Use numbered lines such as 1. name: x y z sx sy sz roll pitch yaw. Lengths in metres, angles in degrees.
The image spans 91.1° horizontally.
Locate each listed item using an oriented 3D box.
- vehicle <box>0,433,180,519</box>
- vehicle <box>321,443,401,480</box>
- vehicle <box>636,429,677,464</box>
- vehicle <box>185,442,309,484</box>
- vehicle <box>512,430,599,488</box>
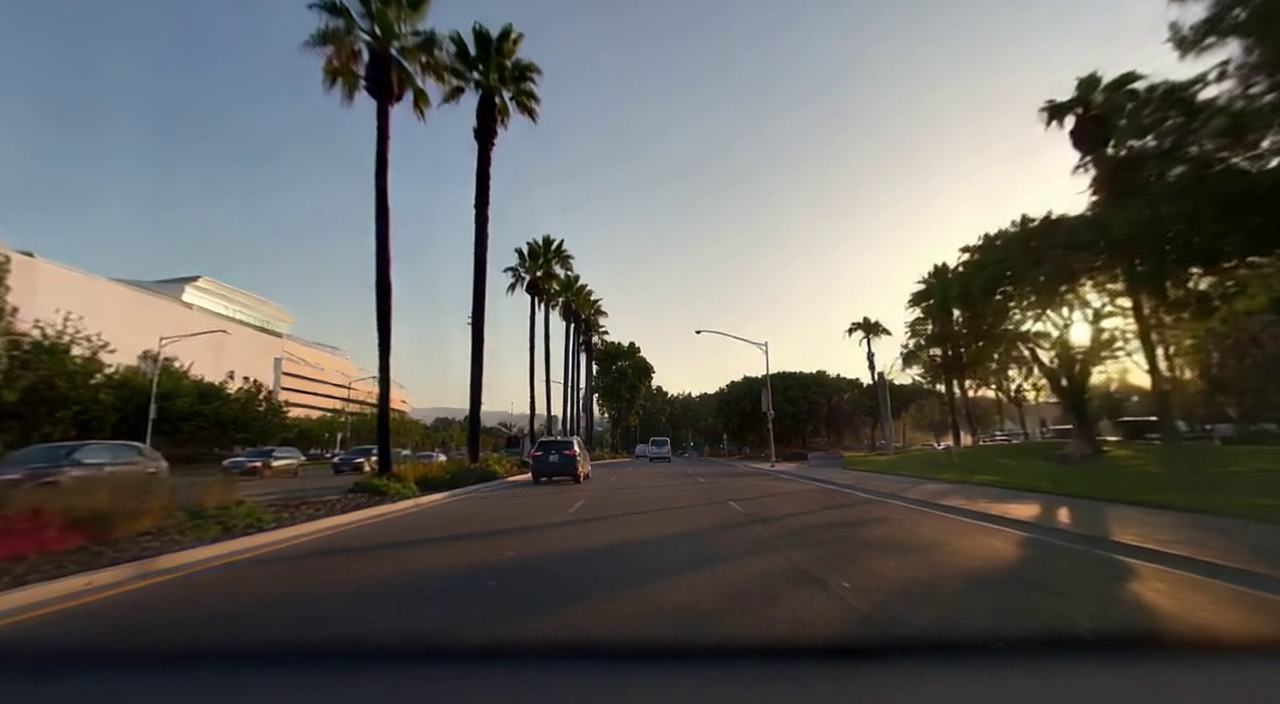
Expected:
1. vehicle: -15.654 3.128 16.418 2.557 1.912 5.960 0 -8 2
2. vehicle: -15.774 6.180 35.800 2.142 1.913 4.745 0 -8 3
3. vehicle: 1.368 7.351 48.672 2.758 2.550 4.206 0 -9 7
4. vehicle: -20.117 5.685 32.616 2.425 1.960 5.936 0 -8 2
5. vehicle: -2.857 3.745 22.337 2.188 1.819 4.667 0 -8 3
